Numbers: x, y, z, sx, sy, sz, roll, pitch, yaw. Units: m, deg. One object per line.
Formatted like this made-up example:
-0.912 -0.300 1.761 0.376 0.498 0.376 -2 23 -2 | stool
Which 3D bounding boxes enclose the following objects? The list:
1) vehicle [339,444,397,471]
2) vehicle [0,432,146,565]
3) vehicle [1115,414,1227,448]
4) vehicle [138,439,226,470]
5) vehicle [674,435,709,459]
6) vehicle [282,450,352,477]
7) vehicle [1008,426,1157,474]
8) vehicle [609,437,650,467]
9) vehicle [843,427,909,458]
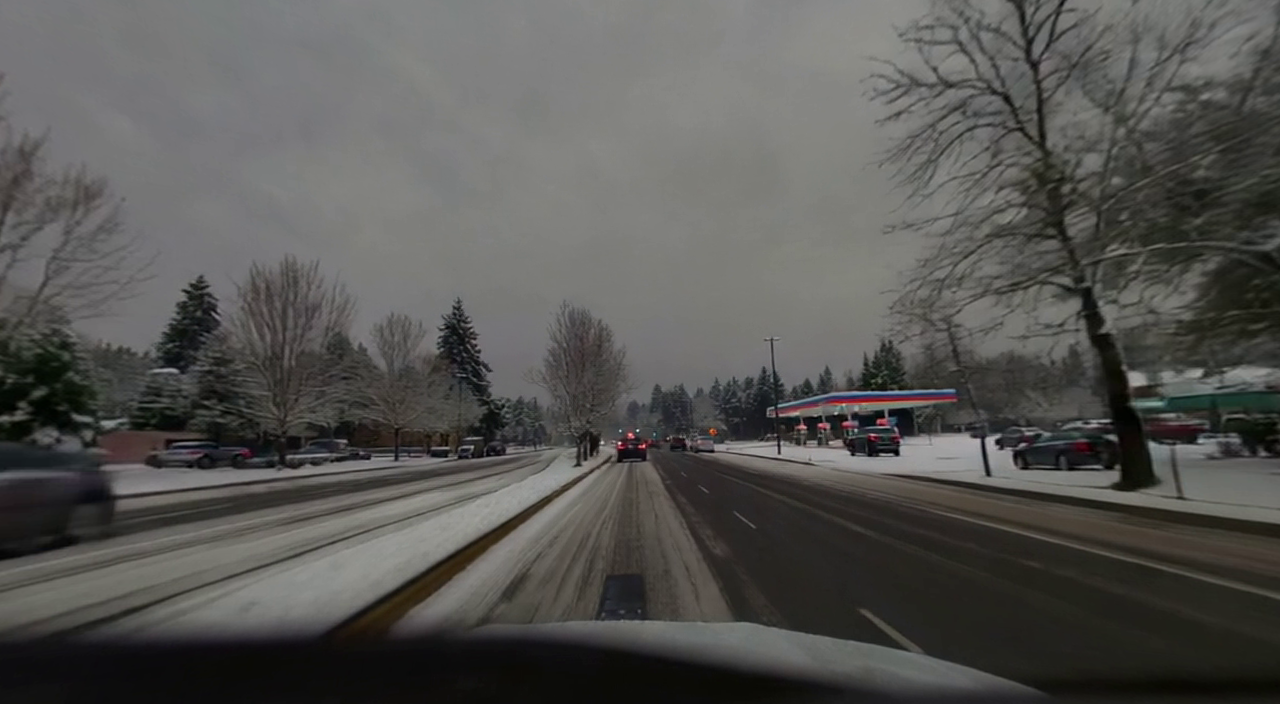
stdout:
-18.908 7.351 44.126 2.004 1.758 4.594 0 -8 0 | vehicle
-9.244 1.892 8.207 2.121 1.677 4.324 0 -8 0 | vehicle
33.627 5.100 40.274 2.355 2.034 5.438 0 -8 0 | vehicle
-31.928 7.150 44.159 4.384 2.079 2.066 1 -9 -4 | vehicle
4.067 7.353 49.120 2.117 1.757 4.969 -2 -9 12 | vehicle
-18.903 6.535 37.216 1.797 1.461 4.536 0 -8 0 | vehicle
15.252 3.423 22.175 2.001 1.479 4.696 0 -8 3 | vehicle
-0.552 5.326 33.739 2.052 1.488 3.779 0 -8 0 | vehicle
15.269 5.908 41.264 2.368 1.868 4.724 0 -8 -1 | vehicle
